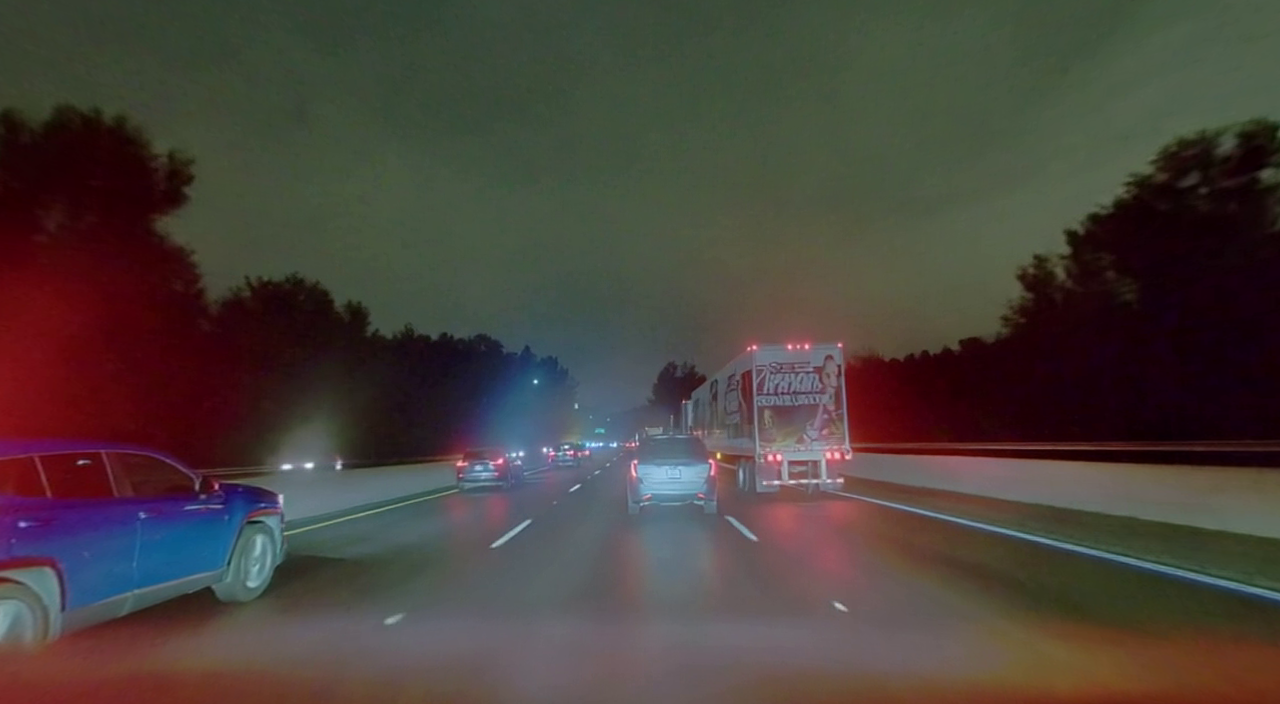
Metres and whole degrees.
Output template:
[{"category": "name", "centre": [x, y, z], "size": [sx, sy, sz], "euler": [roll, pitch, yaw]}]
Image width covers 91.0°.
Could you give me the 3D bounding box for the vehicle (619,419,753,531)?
[{"category": "vehicle", "centre": [0.653, 2.114, 11.337], "size": [2.017, 1.662, 3.543], "euler": [0, -8, -1]}]

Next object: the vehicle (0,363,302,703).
[{"category": "vehicle", "centre": [-4.060, 0.951, 3.410], "size": [1.983, 1.666, 4.452], "euler": [0, -8, 0]}]

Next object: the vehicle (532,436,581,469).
[{"category": "vehicle", "centre": [-4.503, 5.488, 34.574], "size": [2.014, 1.683, 4.275], "euler": [0, -8, 1]}]

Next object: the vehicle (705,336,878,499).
[{"category": "vehicle", "centre": [4.498, 2.637, 22.884], "size": [2.828, 4.081, 14.220], "euler": [0, -8, 0]}]

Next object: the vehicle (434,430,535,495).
[{"category": "vehicle", "centre": [-4.267, 3.082, 17.917], "size": [1.905, 1.642, 3.803], "euler": [0, -8, 0]}]
